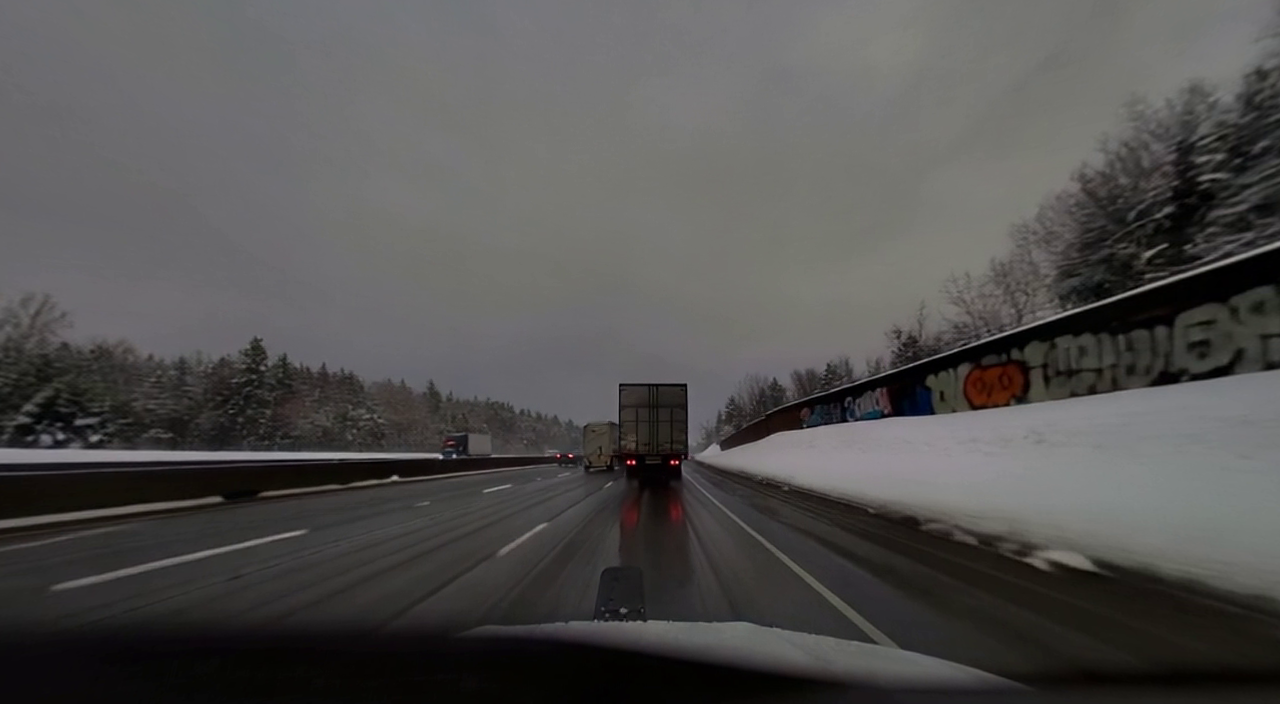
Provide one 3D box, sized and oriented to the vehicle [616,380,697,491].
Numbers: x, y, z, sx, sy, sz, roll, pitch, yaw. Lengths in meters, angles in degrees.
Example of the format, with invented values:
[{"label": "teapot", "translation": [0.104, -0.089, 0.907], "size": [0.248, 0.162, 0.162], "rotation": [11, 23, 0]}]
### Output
[{"label": "vehicle", "translation": [0.709, 3.924, 28.859], "size": [2.997, 4.069, 10.871], "rotation": [0, -9, 1]}]
